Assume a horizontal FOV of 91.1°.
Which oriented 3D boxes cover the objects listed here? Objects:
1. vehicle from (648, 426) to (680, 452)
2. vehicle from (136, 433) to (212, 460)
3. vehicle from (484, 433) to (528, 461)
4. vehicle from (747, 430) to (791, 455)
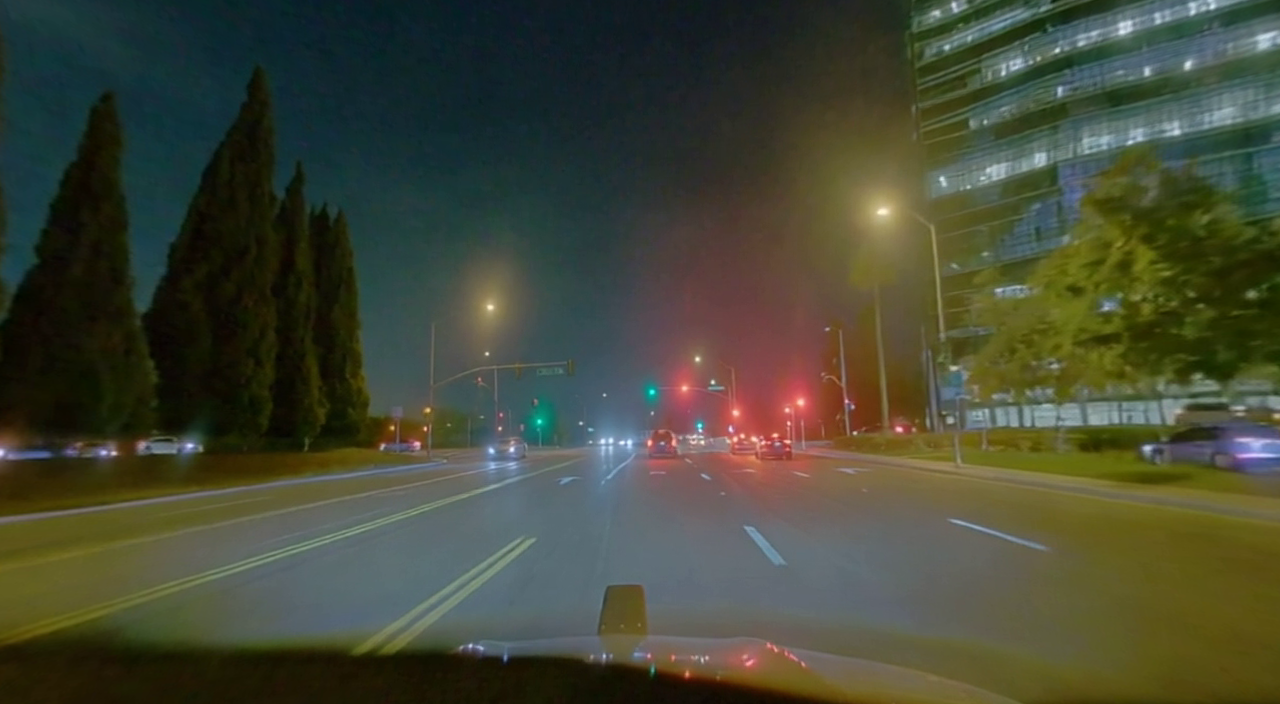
[{"bbox_3d":[1.679,6.440,46.193,2.203,1.801,4.331,0,-8,0],"label":"vehicle"},{"bbox_3d":[-30.914,6.313,41.791,1.871,1.703,4.093,-1,-9,0],"label":"vehicle"},{"bbox_3d":[-8.395,6.007,39.737,2.016,1.677,4.147,0,-8,-3],"label":"vehicle"},{"bbox_3d":[7.917,5.631,38.846,1.896,1.463,4.296,0,-8,1],"label":"vehicle"}]
